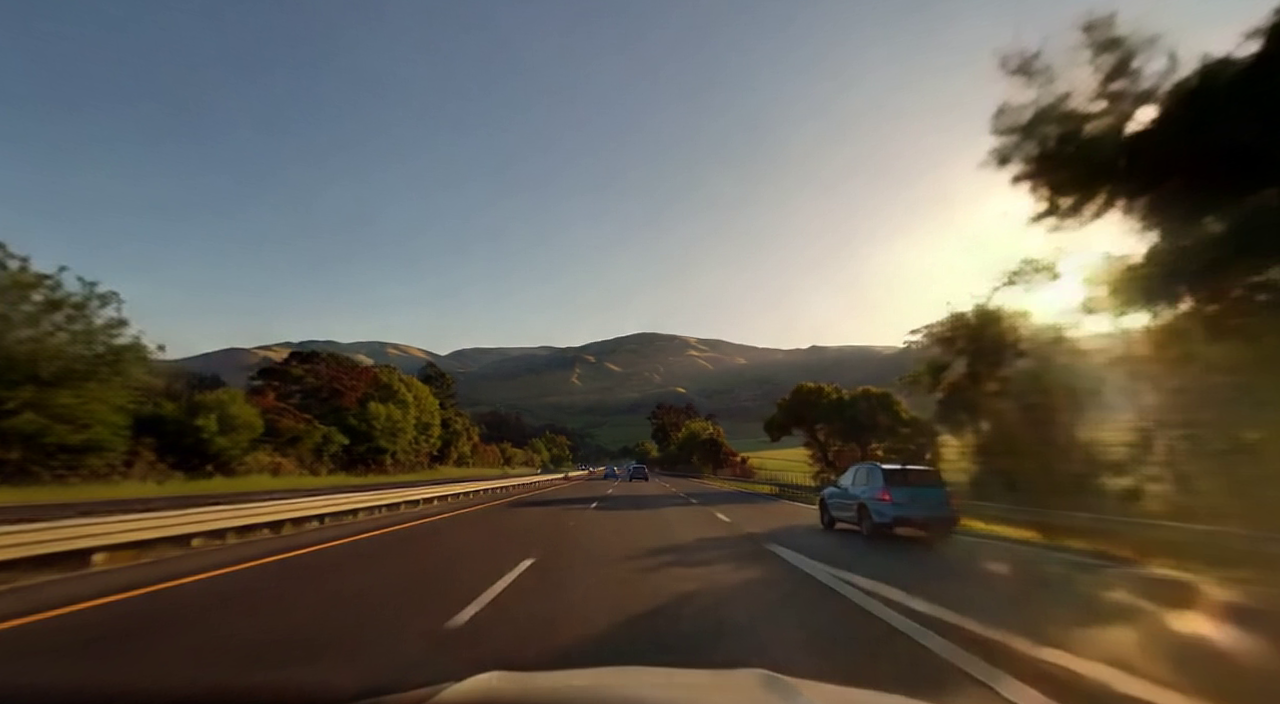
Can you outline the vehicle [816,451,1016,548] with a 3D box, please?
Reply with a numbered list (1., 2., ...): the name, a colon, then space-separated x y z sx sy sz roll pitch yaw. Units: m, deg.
1. vehicle: 5.839 3.204 14.163 2.089 1.770 4.571 2 -11 -5
